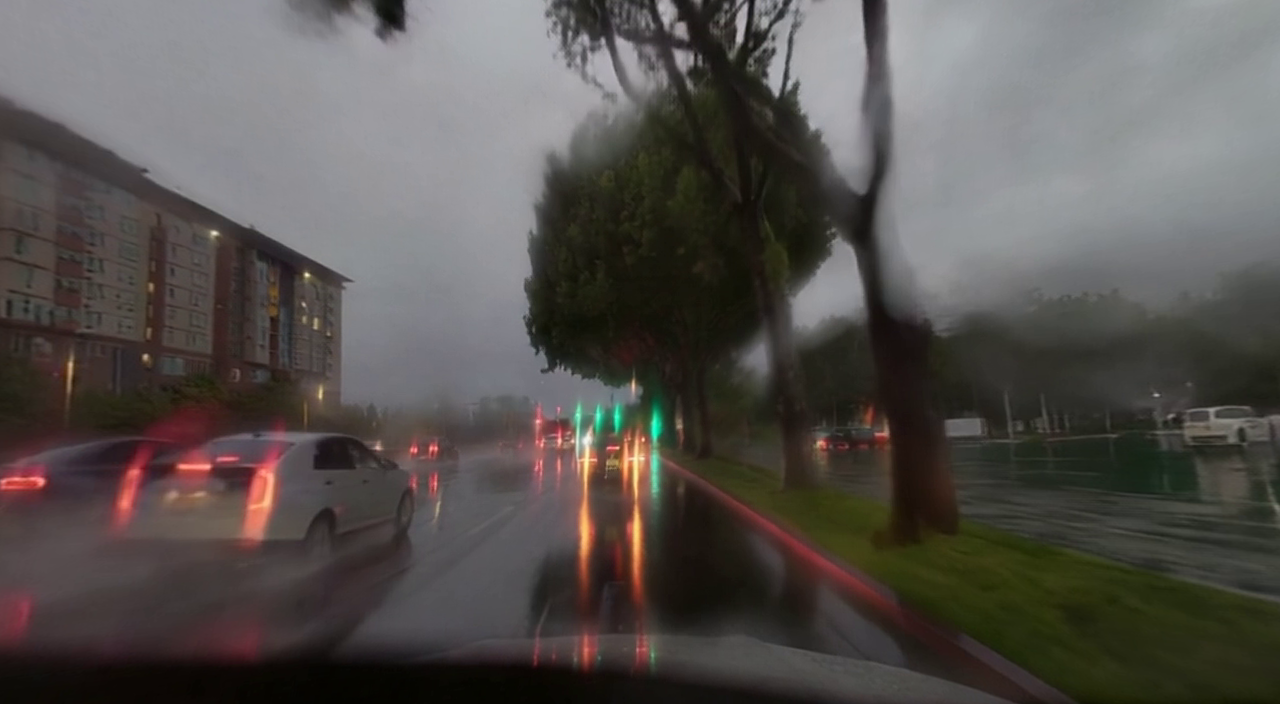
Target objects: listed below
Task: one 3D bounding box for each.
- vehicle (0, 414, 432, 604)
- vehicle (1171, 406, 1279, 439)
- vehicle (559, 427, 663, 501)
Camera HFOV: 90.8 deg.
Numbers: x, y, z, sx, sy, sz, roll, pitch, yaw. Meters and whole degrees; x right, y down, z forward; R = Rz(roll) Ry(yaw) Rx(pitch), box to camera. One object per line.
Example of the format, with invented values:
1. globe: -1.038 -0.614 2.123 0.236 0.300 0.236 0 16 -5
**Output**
1. vehicle: -4.249 1.611 7.466 2.032 1.515 4.641 0 -8 0
2. vehicle: 26.711 3.211 28.647 3.719 1.416 1.741 0 -9 -4
3. vehicle: -0.622 2.589 14.981 2.099 1.469 4.389 0 -8 -1
